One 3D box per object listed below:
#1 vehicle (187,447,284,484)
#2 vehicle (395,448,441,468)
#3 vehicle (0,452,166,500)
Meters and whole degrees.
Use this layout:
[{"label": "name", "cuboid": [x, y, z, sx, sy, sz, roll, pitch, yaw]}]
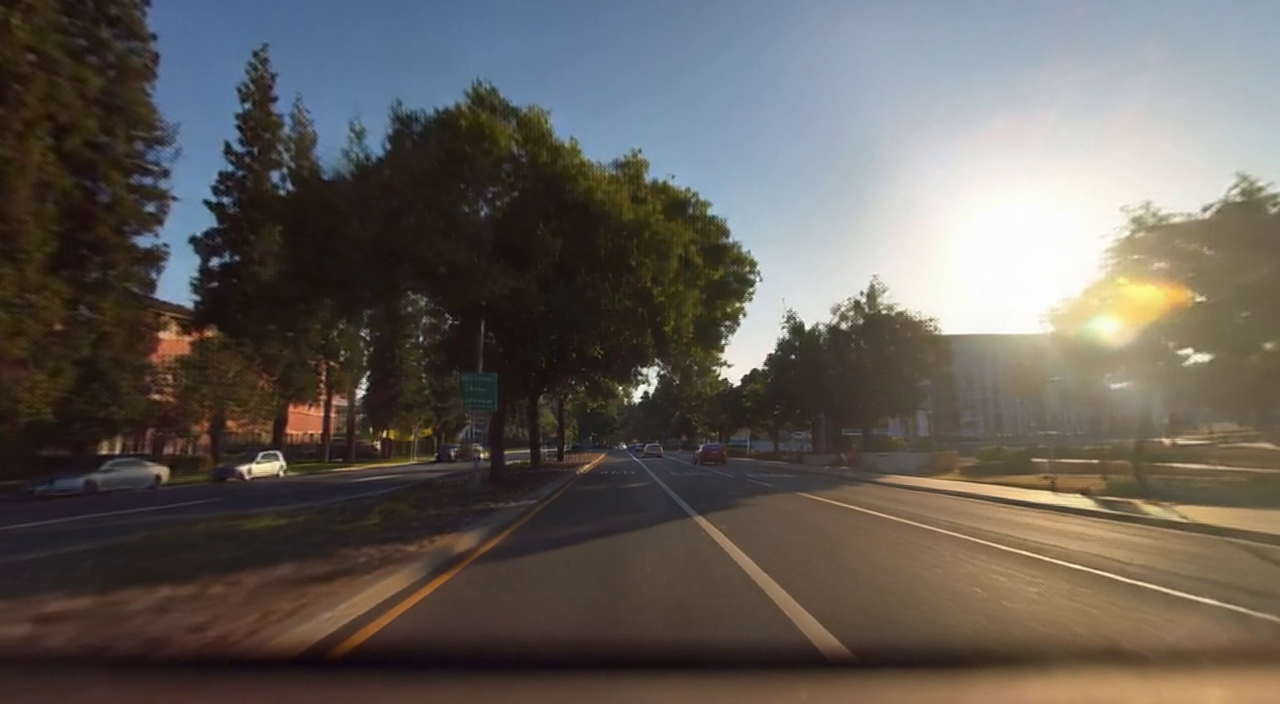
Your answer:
[{"label": "vehicle", "cuboid": [-20.079, 5.615, 31.602, 1.957, 1.643, 4.460, 0, -8, -1]}, {"label": "vehicle", "cuboid": [-17.168, 8.211, 49.081, 1.961, 1.480, 4.520, 0, -9, 0]}, {"label": "vehicle", "cuboid": [-19.756, 4.346, 22.621, 1.915, 1.477, 4.773, 0, -9, -1]}]
